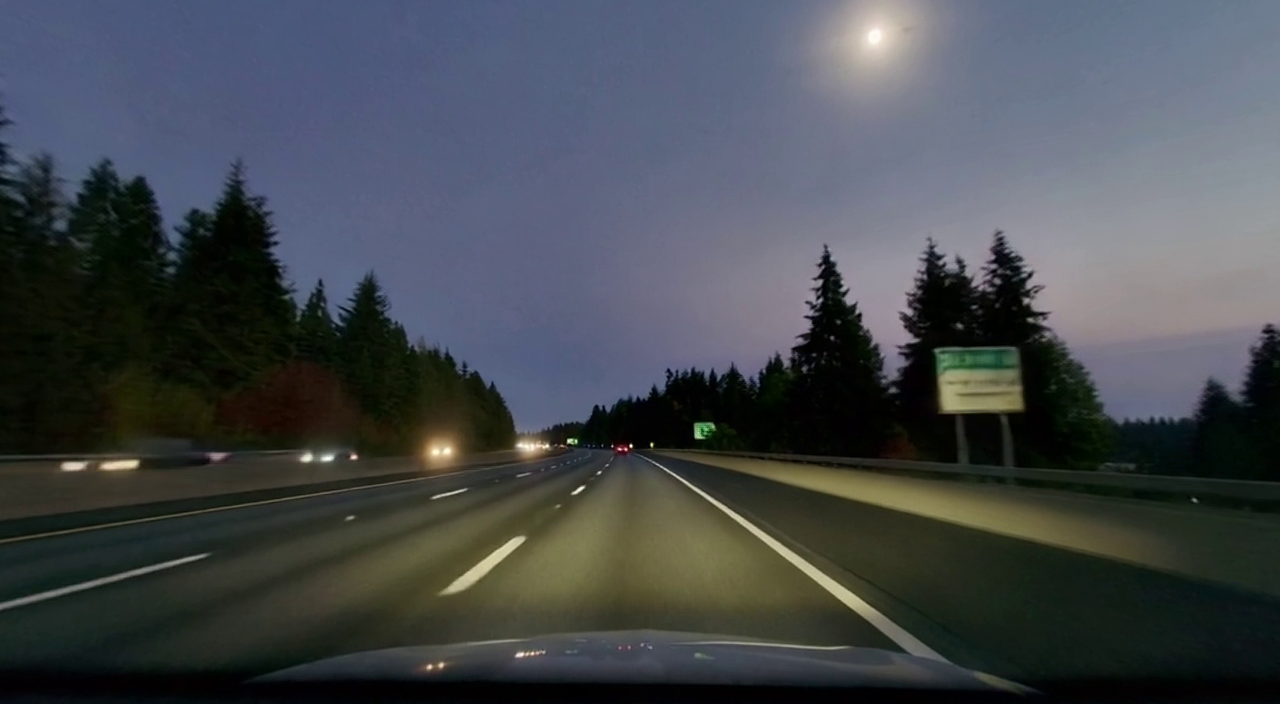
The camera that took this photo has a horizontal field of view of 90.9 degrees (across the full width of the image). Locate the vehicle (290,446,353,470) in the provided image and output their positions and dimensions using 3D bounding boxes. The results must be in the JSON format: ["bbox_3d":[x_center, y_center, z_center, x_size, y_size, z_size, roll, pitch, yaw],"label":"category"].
[{"bbox_3d":[-20.826,6.925,41.418,1.778,1.477,4.642,0,-8,-1],"label":"vehicle"}]

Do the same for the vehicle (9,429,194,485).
[{"bbox_3d":[-17.320,3.403,20.689,1.984,1.622,4.617,0,-8,-1],"label":"vehicle"}]
